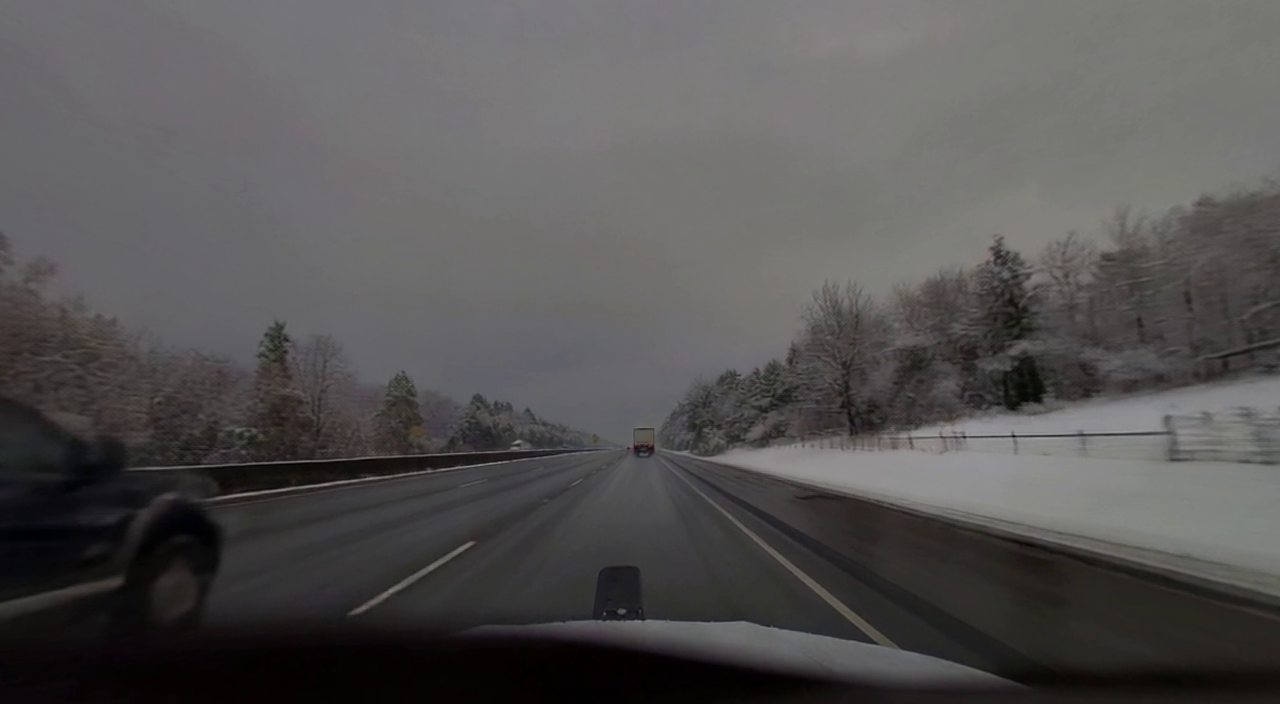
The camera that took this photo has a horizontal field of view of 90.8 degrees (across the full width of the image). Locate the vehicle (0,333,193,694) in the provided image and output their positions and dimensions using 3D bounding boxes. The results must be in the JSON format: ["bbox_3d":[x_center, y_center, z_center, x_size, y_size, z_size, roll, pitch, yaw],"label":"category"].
[{"bbox_3d":[-4.116,0.625,2.040,2.216,1.678,4.204,0,-9,0],"label":"vehicle"}]
